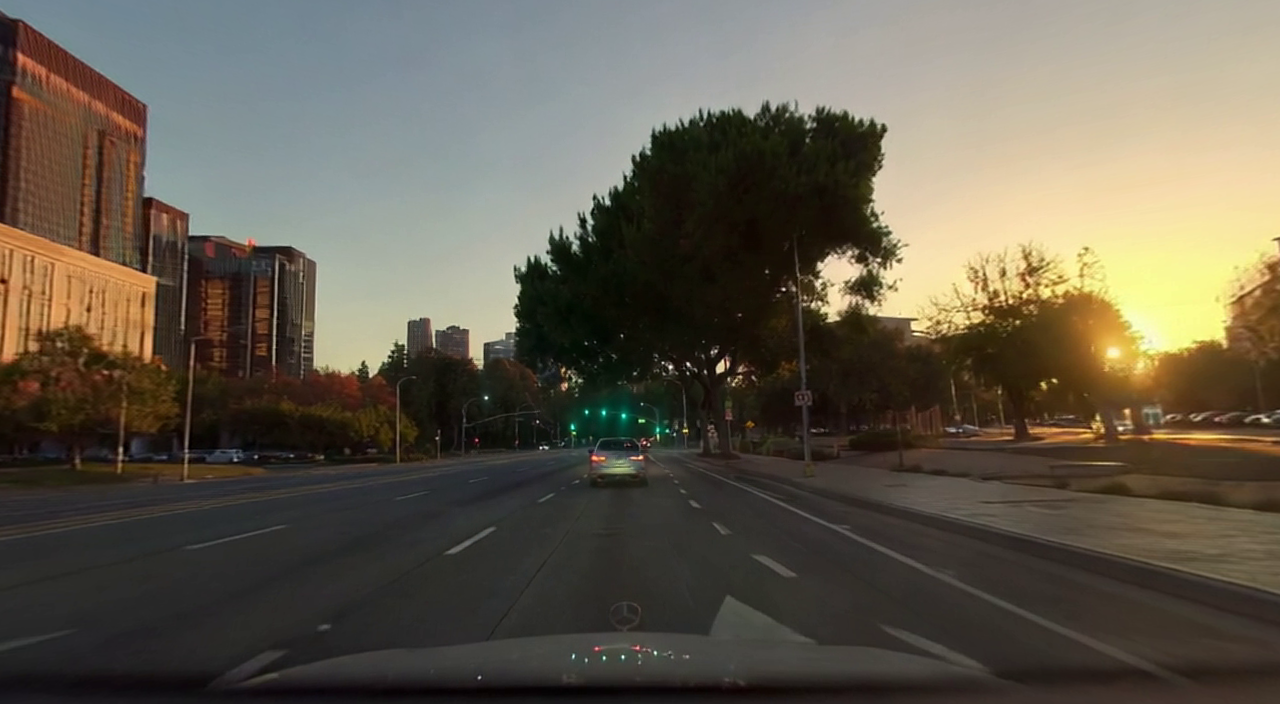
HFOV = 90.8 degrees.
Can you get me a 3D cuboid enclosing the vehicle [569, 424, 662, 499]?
[{"bbox_3d":[-0.553,2.816,16.630,2.130,1.711,4.038,0,-8,0],"label":"vehicle"}]
